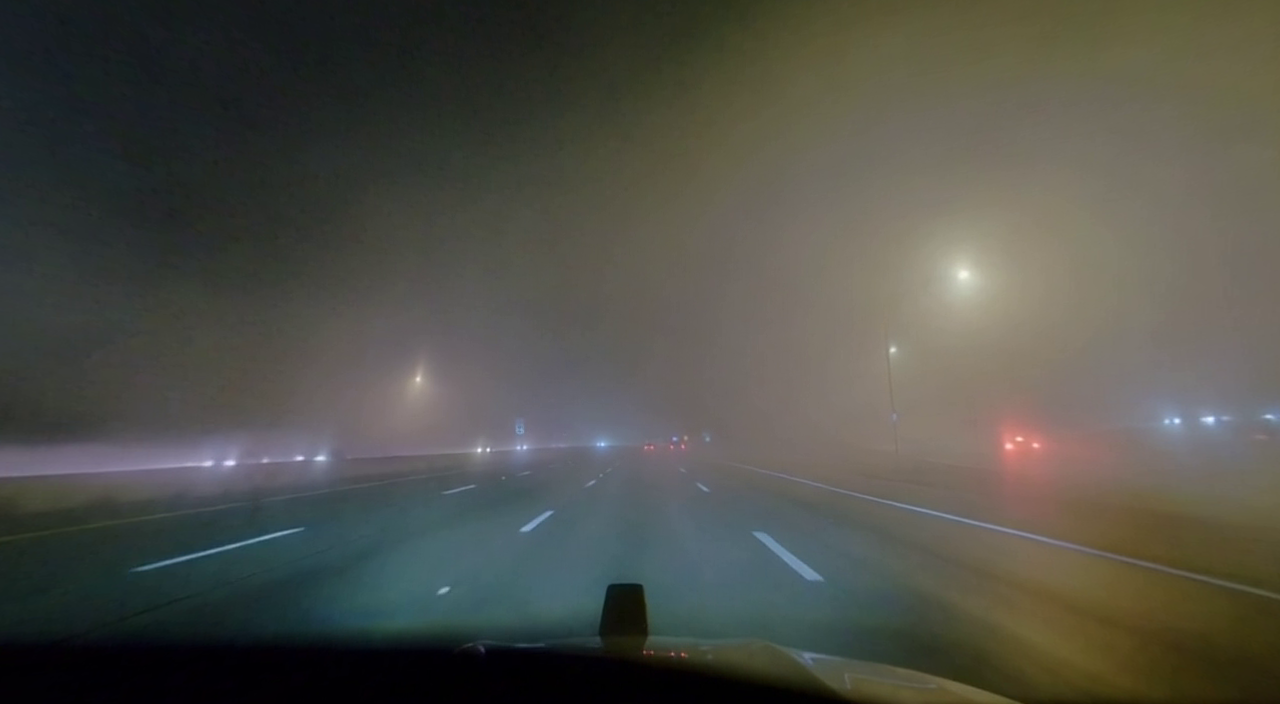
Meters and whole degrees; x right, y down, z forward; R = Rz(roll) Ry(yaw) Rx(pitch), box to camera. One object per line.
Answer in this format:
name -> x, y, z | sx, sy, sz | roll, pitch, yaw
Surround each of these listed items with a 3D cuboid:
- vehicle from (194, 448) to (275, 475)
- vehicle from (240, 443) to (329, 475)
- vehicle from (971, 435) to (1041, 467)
vehicle -> -25.319, 6.816, 39.526 | 1.911, 1.546, 4.648 | 0, -8, 1
vehicle -> -18.245, 5.474, 32.601 | 1.898, 1.498, 4.536 | 0, -8, 1
vehicle -> 20.249, 5.496, 35.112 | 2.039, 1.658, 4.457 | -2, -9, 12
